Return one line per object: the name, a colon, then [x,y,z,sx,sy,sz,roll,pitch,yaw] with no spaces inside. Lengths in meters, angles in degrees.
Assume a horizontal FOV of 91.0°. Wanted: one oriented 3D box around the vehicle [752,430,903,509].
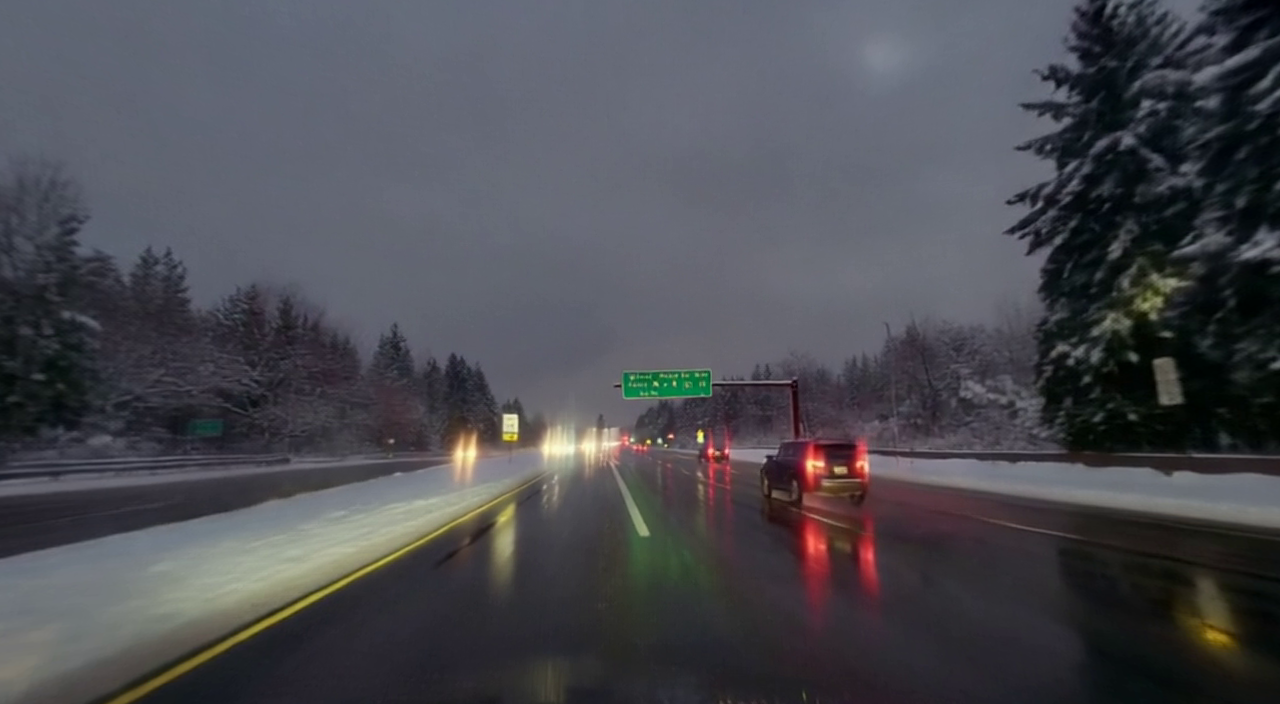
vehicle: [4.460,2.877,15.902,2.066,1.683,4.675,1,-9,-4]
